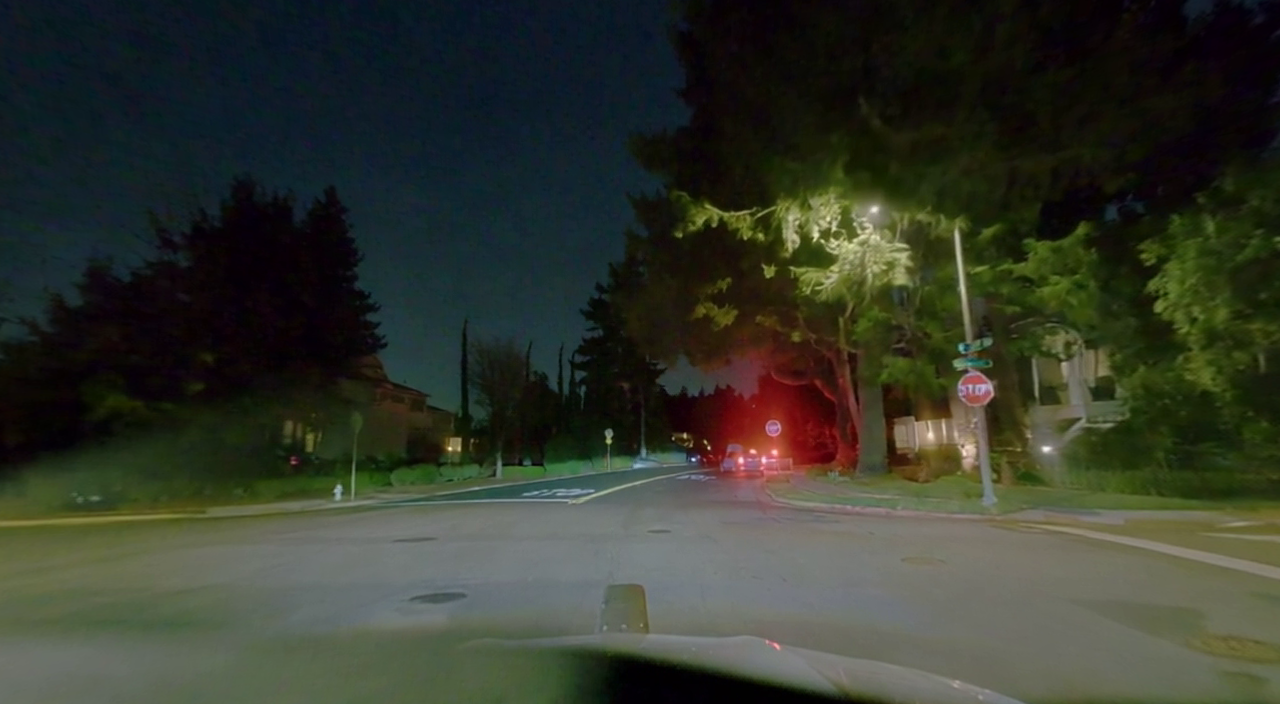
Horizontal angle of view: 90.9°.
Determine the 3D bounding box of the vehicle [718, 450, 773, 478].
[{"bbox_3d":[6.986,7.252,41.236,2.692,1.649,4.689,-3,-9,20],"label":"vehicle"}]
